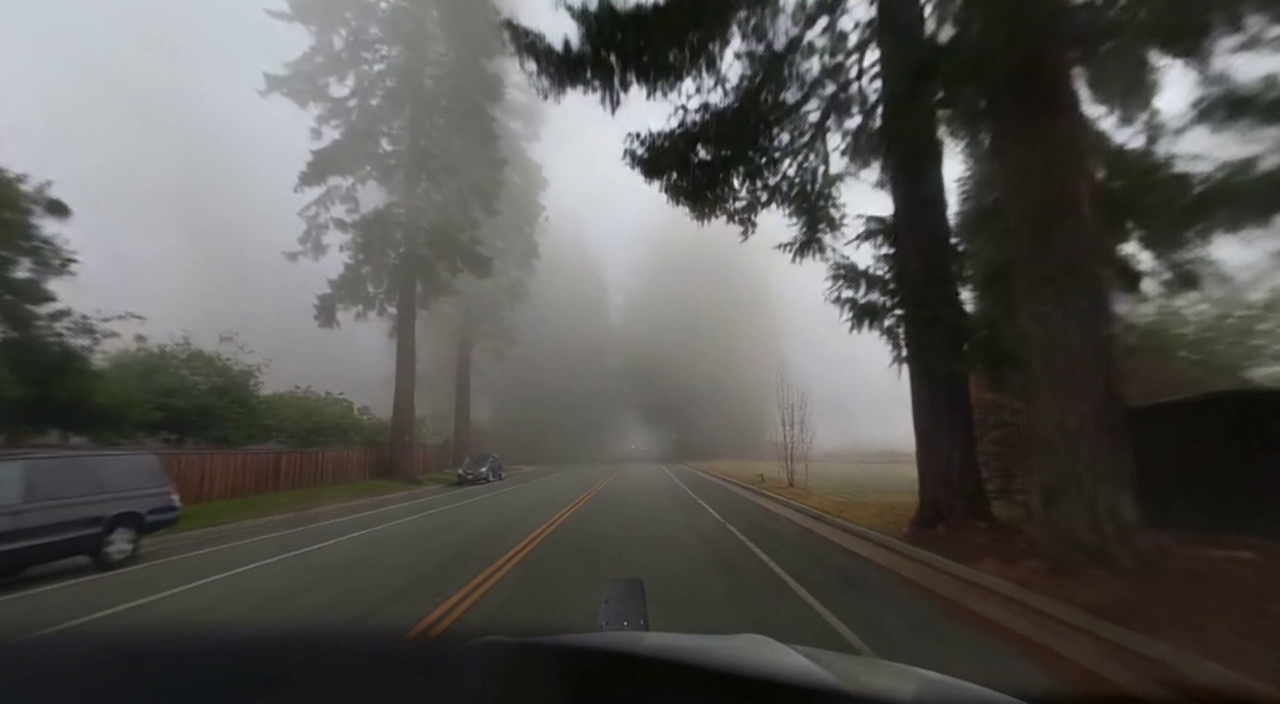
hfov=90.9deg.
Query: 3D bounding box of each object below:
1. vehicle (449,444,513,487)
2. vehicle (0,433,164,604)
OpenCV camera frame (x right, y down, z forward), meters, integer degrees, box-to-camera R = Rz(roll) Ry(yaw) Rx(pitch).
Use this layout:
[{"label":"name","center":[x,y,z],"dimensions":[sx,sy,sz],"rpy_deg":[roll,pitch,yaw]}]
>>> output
[{"label":"vehicle","center":[-7.625,5.434,30.602],"dimensions":[1.945,1.760,4.021],"rpy_deg":[-3,-8,2]},{"label":"vehicle","center":[-7.529,1.715,6.246],"dimensions":[1.999,1.714,4.517],"rpy_deg":[-3,-8,2]}]
